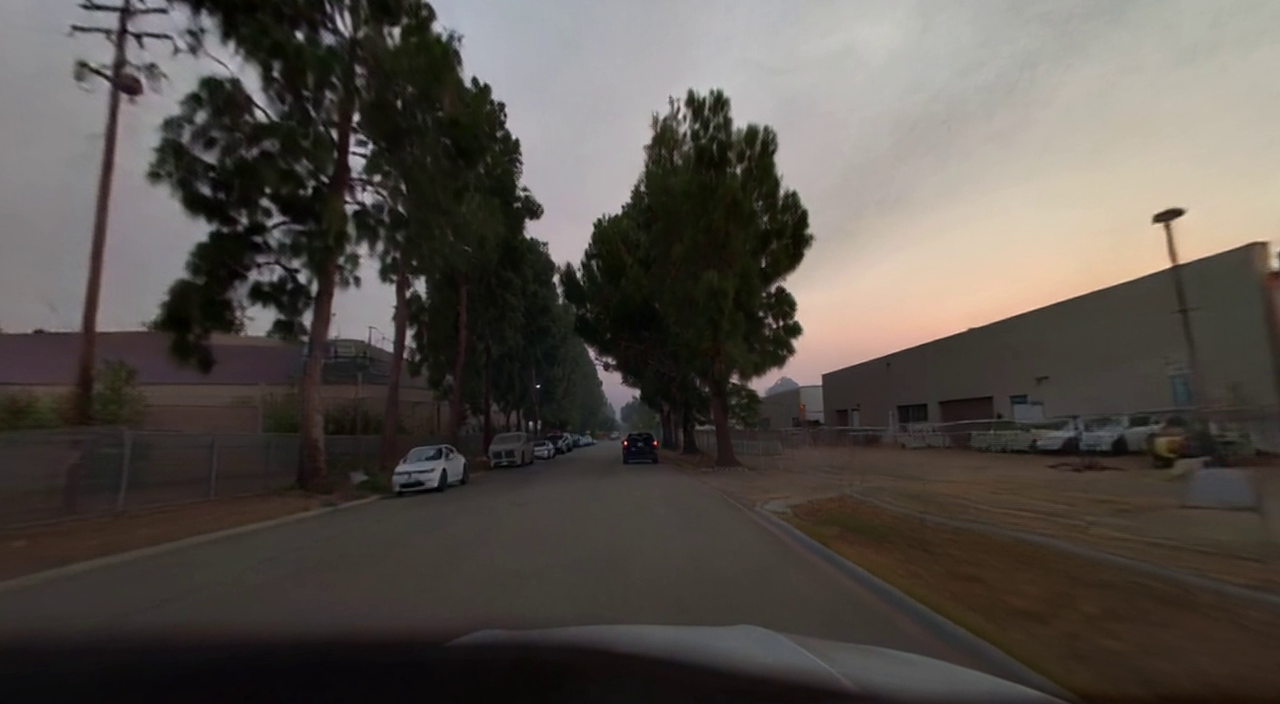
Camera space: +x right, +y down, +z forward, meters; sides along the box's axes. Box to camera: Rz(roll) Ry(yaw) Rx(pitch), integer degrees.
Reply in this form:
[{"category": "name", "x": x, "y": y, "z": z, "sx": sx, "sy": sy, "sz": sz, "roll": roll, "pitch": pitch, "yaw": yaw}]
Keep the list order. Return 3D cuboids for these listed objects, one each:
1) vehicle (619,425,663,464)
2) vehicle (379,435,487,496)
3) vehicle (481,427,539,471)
[{"category": "vehicle", "x": 0.028, "y": 4.824, "z": 33.023, "sx": 2.152, "sy": 1.874, "sz": 4.042, "roll": 0, "pitch": -8, "yaw": -1}, {"category": "vehicle", "x": -6.066, "y": 3.383, "z": 18.987, "sx": 1.938, "sy": 1.500, "sz": 4.130, "roll": -3, "pitch": -9, "yaw": -2}, {"category": "vehicle", "x": -6.686, "y": 5.073, "z": 32.976, "sx": 2.005, "sy": 1.989, "sz": 4.929, "roll": -3, "pitch": -9, "yaw": 0}]
